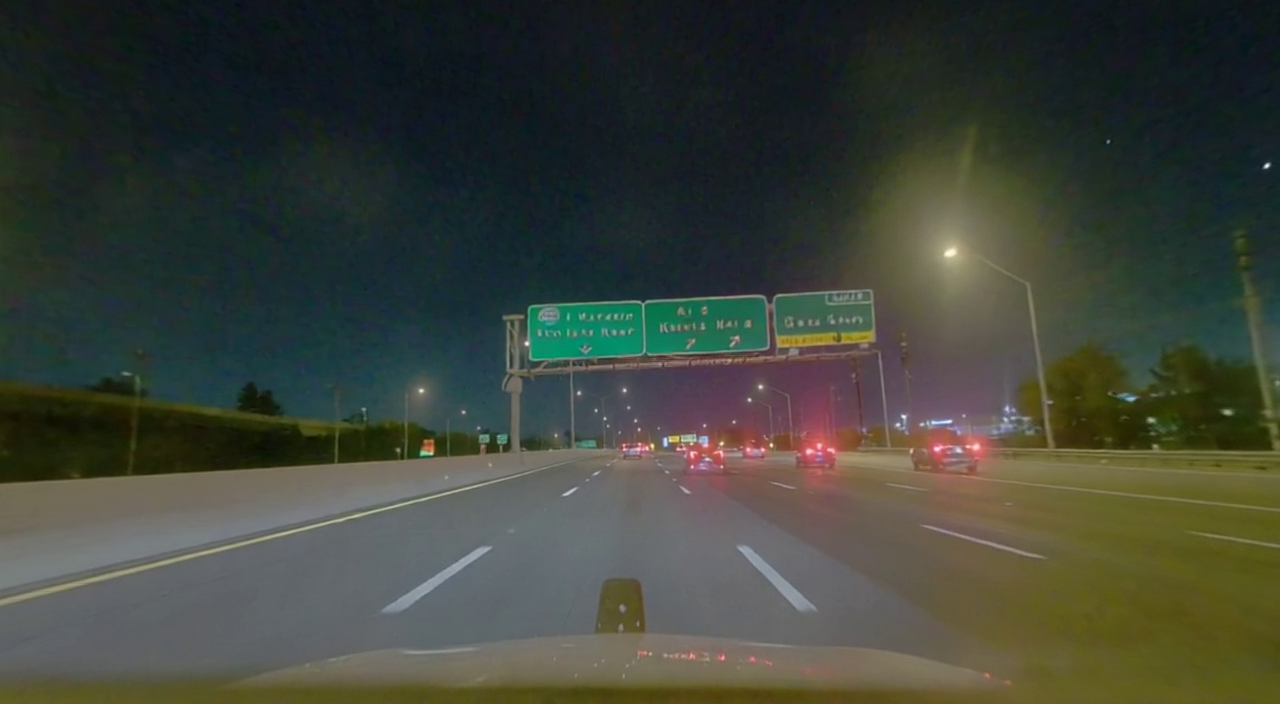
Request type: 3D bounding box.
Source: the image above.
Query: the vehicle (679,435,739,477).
[{"bbox_3d":[2.937,4.531,27.762,1.997,1.638,4.281,0,-8,-2],"label":"vehicle"}]

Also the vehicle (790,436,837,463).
[{"bbox_3d":[12.323,6.966,45.249,2.070,1.782,5.006,-1,-8,2],"label":"vehicle"}]

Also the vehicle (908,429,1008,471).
[{"bbox_3d":[15.684,4.881,31.617,2.190,1.911,5.658,0,-8,2],"label":"vehicle"}]
